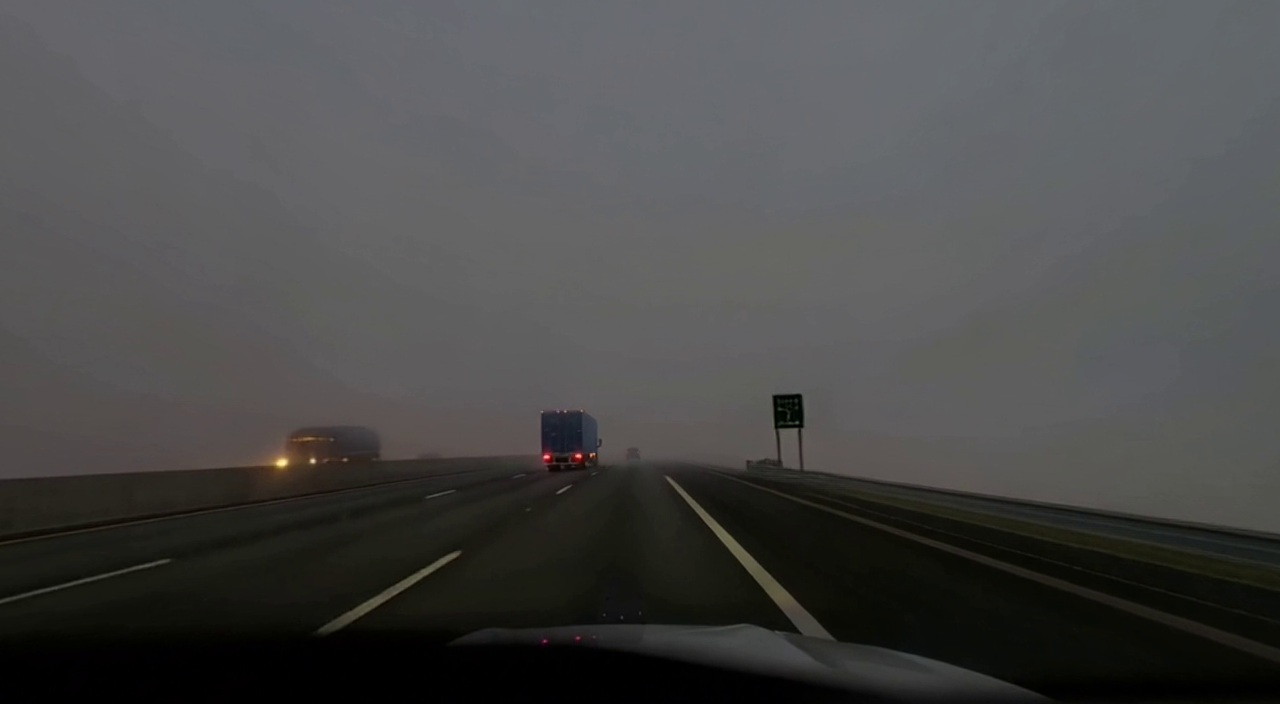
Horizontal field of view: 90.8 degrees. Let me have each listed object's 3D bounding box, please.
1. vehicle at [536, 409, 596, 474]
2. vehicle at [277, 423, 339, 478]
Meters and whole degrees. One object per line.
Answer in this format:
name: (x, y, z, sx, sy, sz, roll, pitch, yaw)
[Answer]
vehicle: (-4.258, 5.398, 37.660, 2.707, 3.461, 7.191, 0, -9, 0)
vehicle: (-24.481, 7.262, 46.673, 2.906, 3.916, 2.637, 0, -9, -1)
